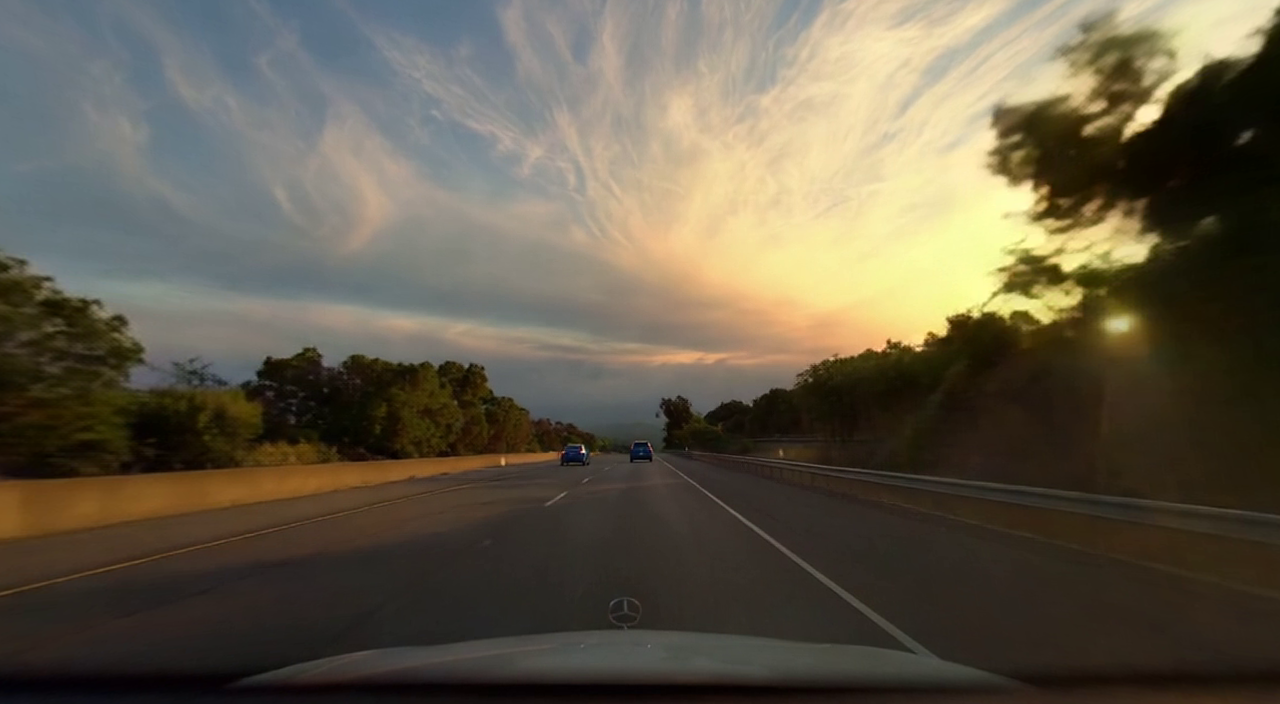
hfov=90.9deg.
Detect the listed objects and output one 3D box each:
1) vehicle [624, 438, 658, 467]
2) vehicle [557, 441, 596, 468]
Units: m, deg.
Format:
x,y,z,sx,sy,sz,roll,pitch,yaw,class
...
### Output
x,y,z,sx,sy,sz,roll,pitch,yaw,class
0.056,6.593,41.338,2.126,1.786,3.958,0,-9,-1,vehicle
-4.200,6.841,42.185,2.113,1.656,4.215,0,-9,0,vehicle
